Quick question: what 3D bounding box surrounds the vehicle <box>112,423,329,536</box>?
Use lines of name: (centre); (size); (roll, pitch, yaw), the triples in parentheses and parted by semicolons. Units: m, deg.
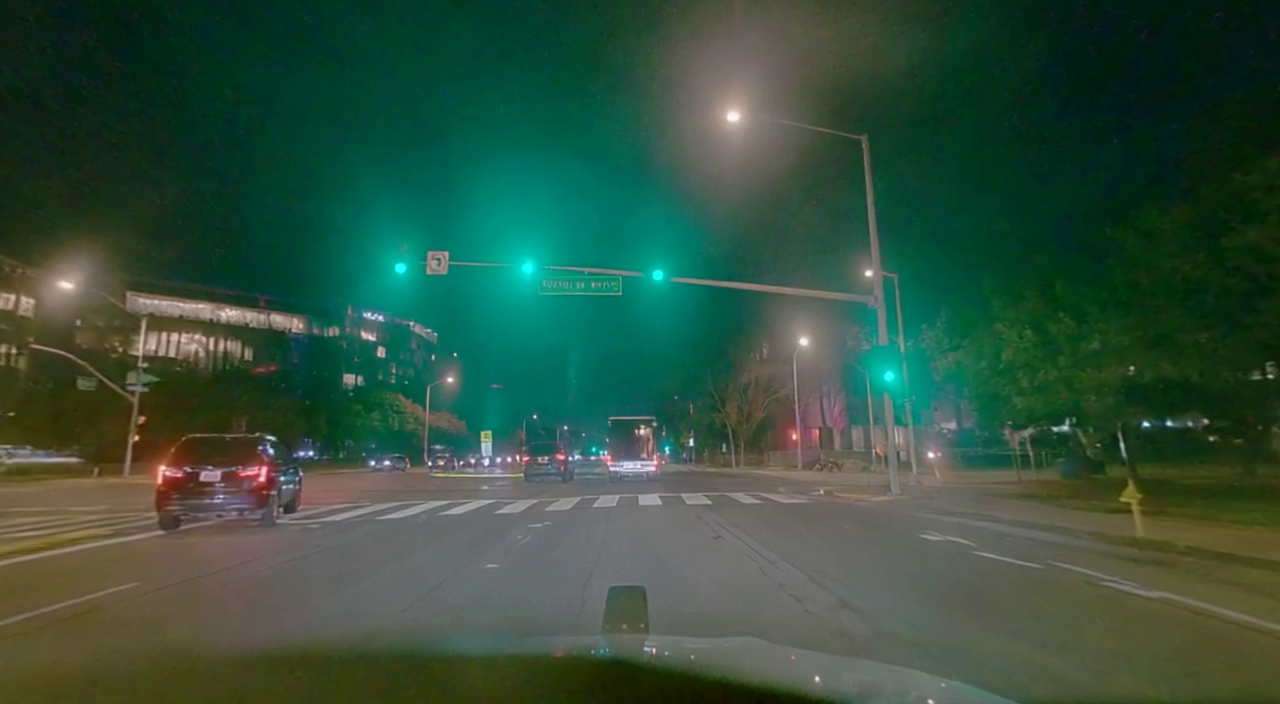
vehicle: (-7.911, 2.402, 12.513); (2.021, 1.798, 4.346); (2, -9, -12)

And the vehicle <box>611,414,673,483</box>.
vehicle: (-0.032, 5.180, 34.095); (2.843, 3.120, 10.422); (0, -8, -1)

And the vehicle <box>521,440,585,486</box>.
vehicle: (-3.728, 4.825, 27.884); (2.184, 1.830, 4.890); (0, -8, 0)

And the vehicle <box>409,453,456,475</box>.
vehicle: (-16.365, 8.830, 49.971); (2.022, 1.442, 4.853); (-4, -9, 1)
